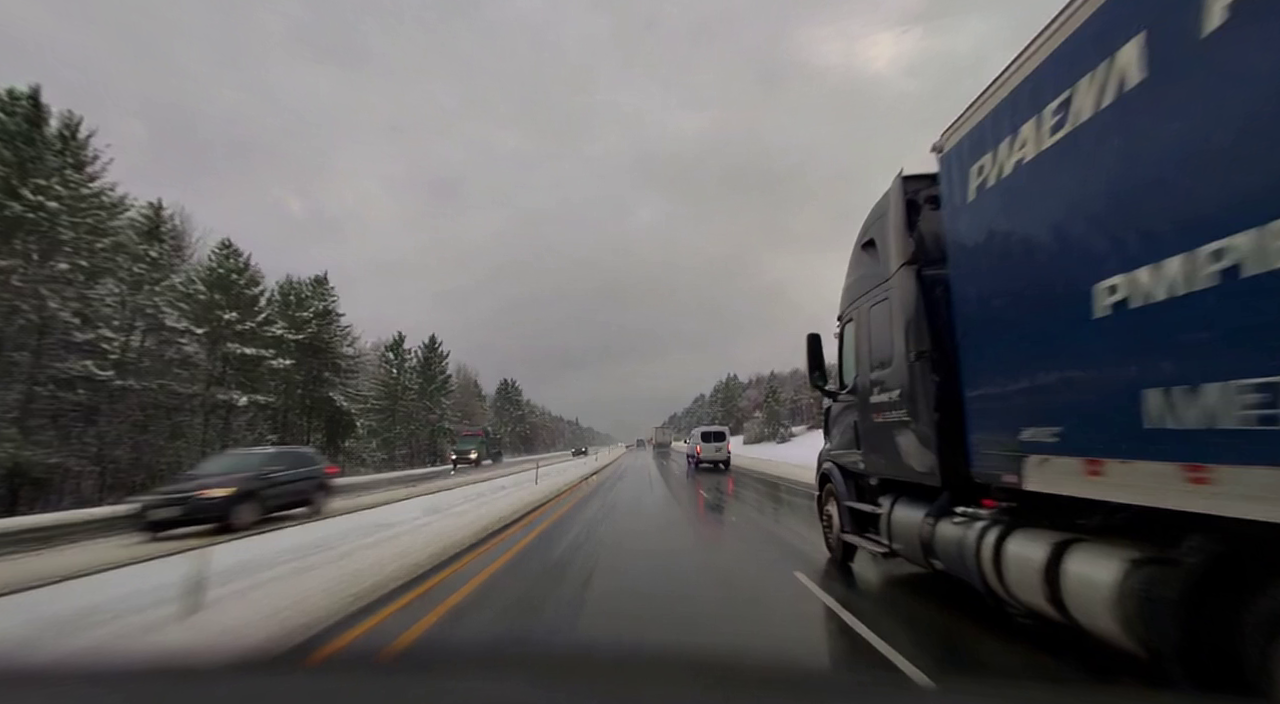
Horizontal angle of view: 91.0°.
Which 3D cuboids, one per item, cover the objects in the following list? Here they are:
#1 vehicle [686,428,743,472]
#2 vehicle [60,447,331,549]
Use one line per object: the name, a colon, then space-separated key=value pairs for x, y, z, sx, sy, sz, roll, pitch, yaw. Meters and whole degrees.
vehicle: x=3.788 y=5.122 z=33.034 sx=2.291 sy=2.112 sz=5.052 roll=0 pitch=-8 yaw=-1
vehicle: x=-7.950 y=2.581 z=11.930 sx=1.914 sy=1.523 sz=4.361 roll=0 pitch=-8 yaw=0
